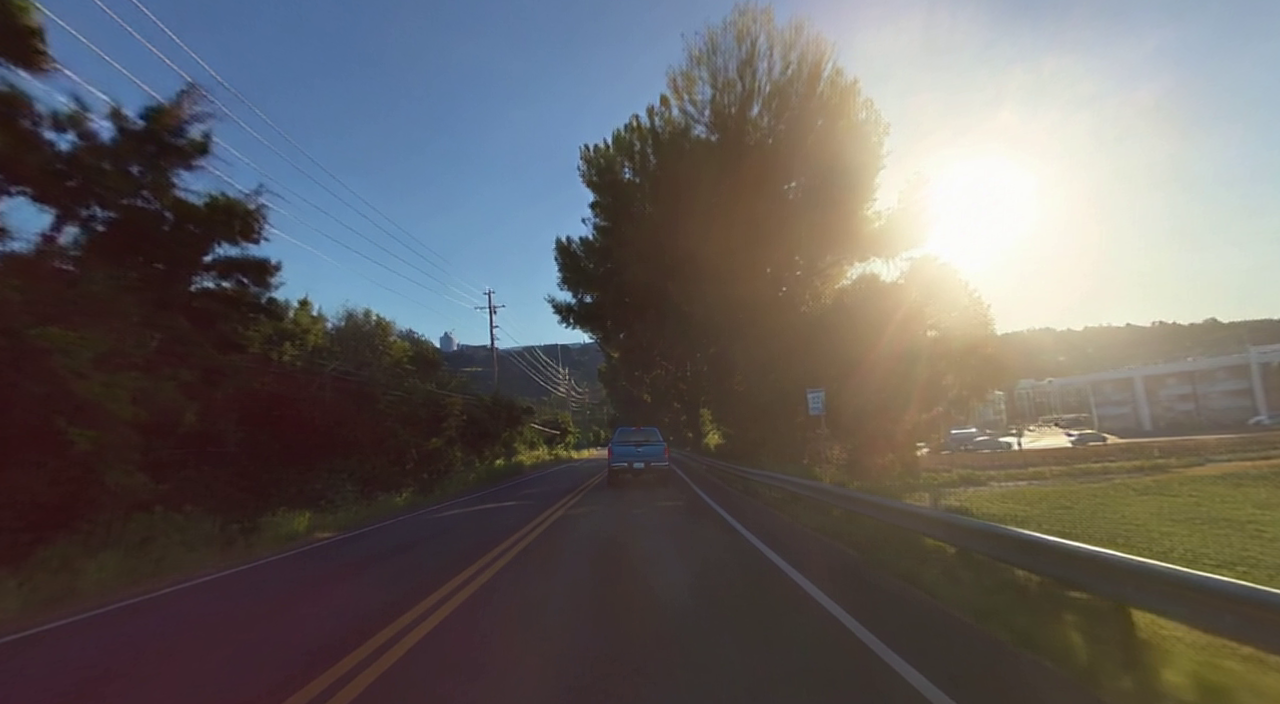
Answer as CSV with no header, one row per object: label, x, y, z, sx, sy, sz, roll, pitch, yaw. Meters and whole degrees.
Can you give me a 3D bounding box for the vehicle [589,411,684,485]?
vehicle,-0.143,3.610,23.907,3.021,2.326,7.410,0,-8,-1
